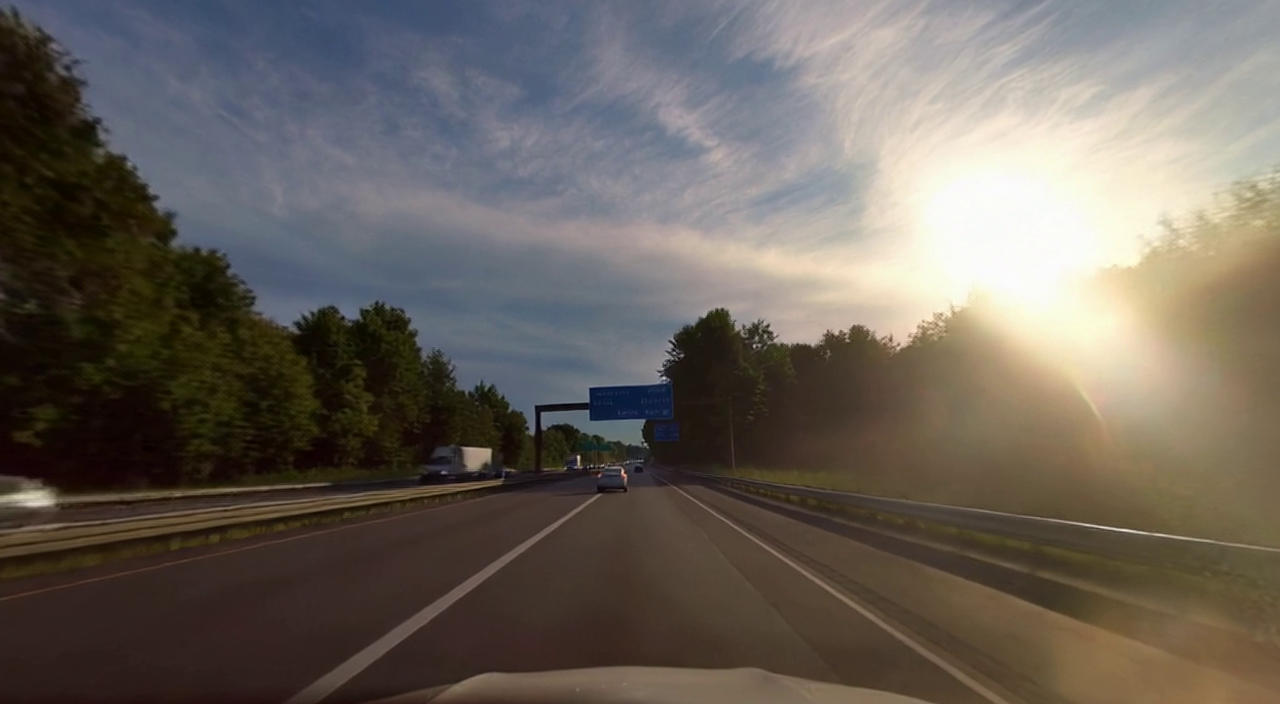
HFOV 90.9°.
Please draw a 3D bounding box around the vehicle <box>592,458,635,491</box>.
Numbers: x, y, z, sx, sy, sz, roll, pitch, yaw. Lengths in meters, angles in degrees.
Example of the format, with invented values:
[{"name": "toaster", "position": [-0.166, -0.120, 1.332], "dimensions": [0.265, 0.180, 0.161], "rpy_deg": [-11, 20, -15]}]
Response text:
[{"name": "vehicle", "position": [-1.401, 6.749, 34.863], "dimensions": [2.104, 1.655, 4.039], "rpy_deg": [0, -10, 1]}]
